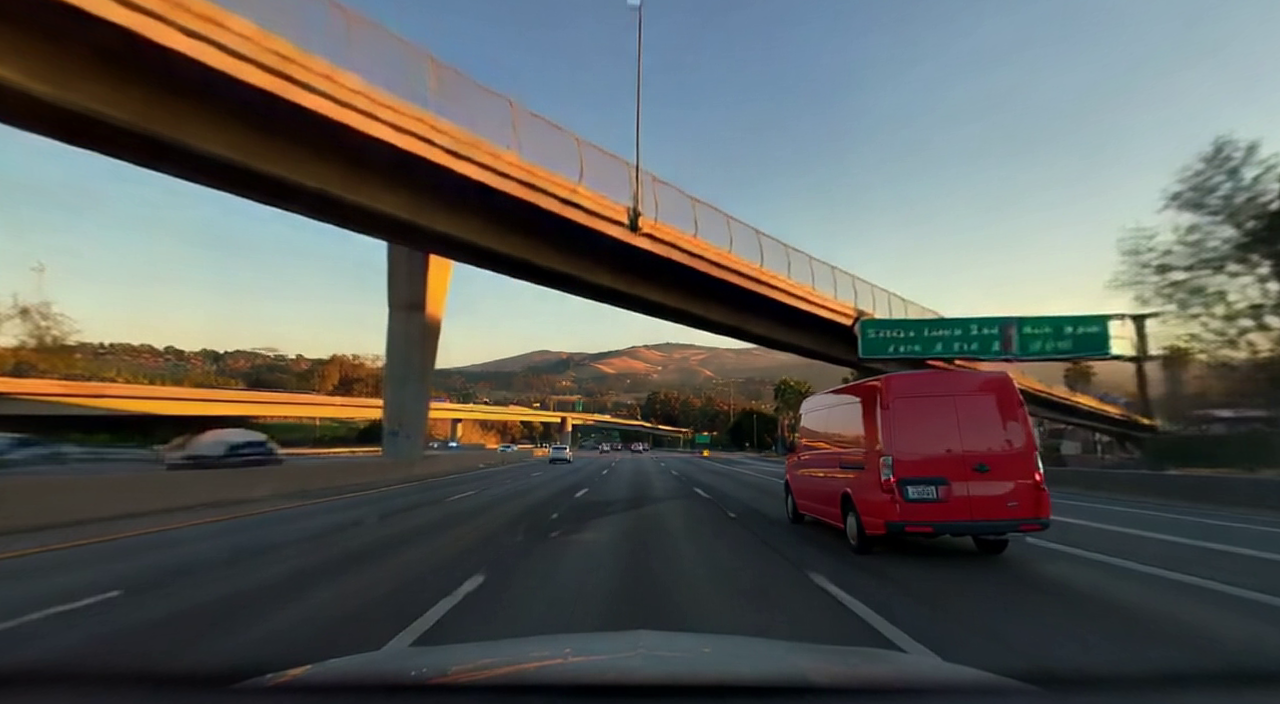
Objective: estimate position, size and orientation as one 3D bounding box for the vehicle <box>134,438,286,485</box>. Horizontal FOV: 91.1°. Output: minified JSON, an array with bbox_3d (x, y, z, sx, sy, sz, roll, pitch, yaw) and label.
[{"bbox_3d":[-15.975,4.063,23.770,2.136,1.576,5.013,0,-8,1],"label":"vehicle"}]
